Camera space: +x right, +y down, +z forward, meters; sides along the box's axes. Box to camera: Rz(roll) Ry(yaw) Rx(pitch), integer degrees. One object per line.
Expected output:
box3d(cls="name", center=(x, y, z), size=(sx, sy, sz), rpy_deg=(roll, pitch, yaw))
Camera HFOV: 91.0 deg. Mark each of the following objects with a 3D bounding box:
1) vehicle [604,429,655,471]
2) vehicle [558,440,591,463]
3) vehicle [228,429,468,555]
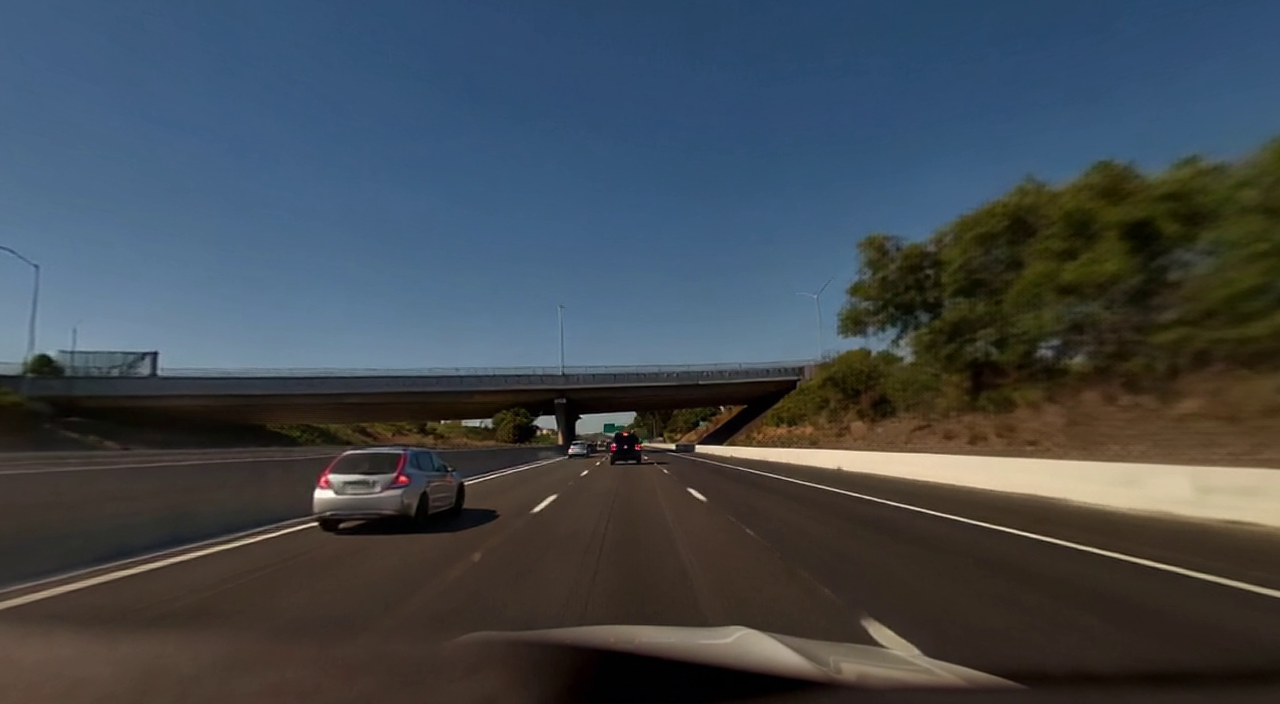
box3d(cls="vehicle", center=(-0.566, 4.942, 31.968), size=(2.382, 1.973, 4.439), rpy_deg=(0, -8, -1))
box3d(cls="vehicle", center=(-4.816, 7.351, 46.764), size=(2.039, 1.602, 4.317), rpy_deg=(0, -8, -1))
box3d(cls="vehicle", center=(-4.201, 2.034, 9.855), size=(1.945, 1.550, 3.780), rpy_deg=(0, -8, 0))
